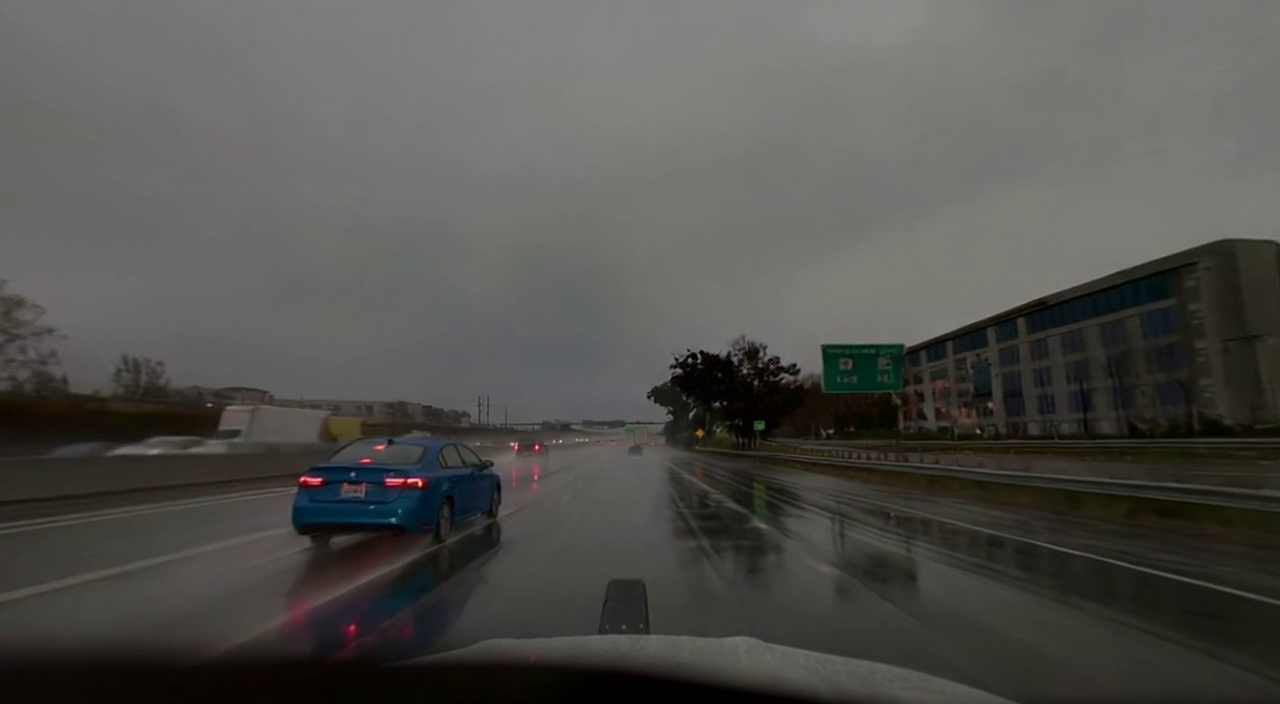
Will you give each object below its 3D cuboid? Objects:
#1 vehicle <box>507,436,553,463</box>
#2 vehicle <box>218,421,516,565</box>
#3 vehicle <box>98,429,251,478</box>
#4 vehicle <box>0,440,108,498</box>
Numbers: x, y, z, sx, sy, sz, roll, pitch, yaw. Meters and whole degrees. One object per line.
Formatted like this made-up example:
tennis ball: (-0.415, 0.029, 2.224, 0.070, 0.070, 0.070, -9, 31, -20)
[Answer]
vehicle: (-7.194, 6.455, 41.699, 2.118, 1.675, 4.395, 0, -8, 1)
vehicle: (-3.489, 1.908, 9.441, 2.144, 1.565, 4.951, 0, -8, 1)
vehicle: (-21.078, 4.641, 29.077, 2.462, 2.008, 6.004, 0, -8, 0)
vehicle: (-17.405, 3.162, 17.302, 1.812, 1.481, 4.294, 0, -8, 1)
